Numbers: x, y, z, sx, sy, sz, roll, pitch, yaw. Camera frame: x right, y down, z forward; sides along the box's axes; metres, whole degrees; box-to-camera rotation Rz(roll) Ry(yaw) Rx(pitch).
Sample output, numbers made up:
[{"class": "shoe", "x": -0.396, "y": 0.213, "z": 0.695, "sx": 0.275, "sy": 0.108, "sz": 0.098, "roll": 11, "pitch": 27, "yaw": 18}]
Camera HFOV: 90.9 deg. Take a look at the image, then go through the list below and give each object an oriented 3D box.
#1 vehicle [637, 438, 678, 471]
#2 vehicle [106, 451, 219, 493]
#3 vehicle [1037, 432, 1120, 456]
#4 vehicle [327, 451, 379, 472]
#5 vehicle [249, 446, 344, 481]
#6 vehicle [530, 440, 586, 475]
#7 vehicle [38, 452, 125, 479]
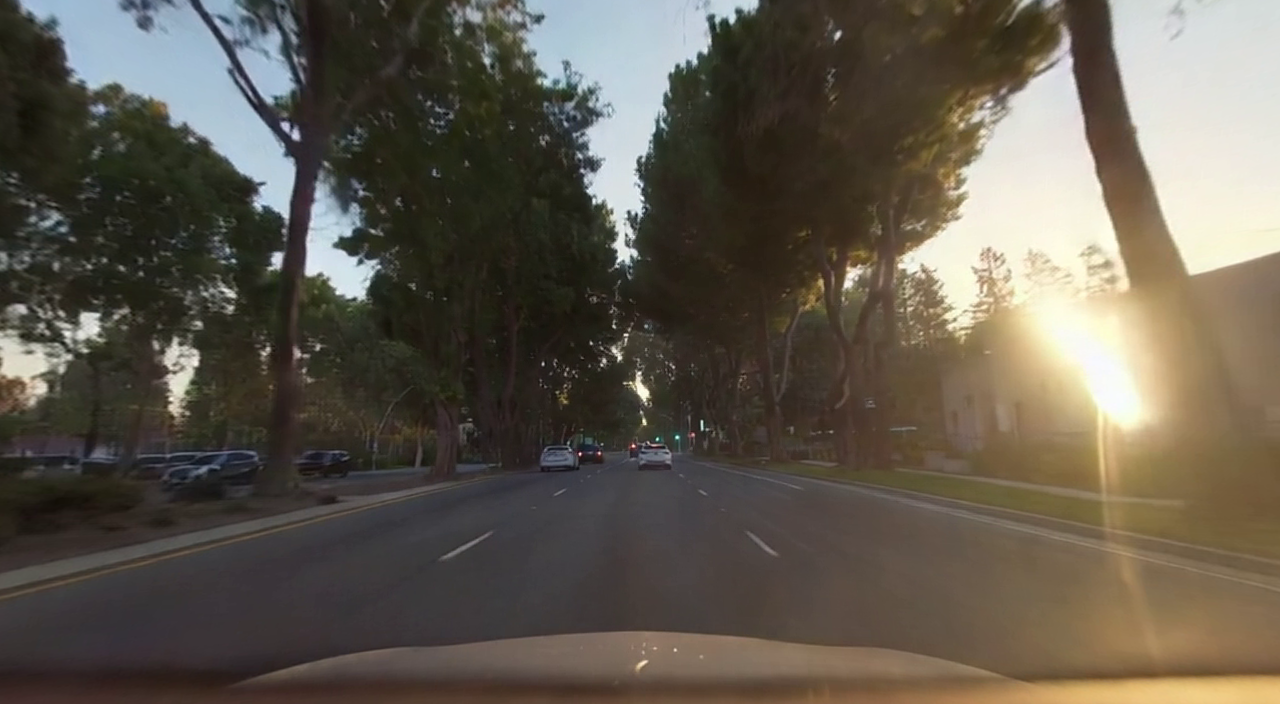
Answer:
[{"class": "vehicle", "x": 0.843, "y": 5.203, "z": 32.188, "sx": 1.922, "sy": 1.579, "sz": 3.642, "roll": 0, "pitch": -8, "yaw": -1}, {"class": "vehicle", "x": -22.862, "y": 5.736, "z": 30.467, "sx": 1.887, "sy": 1.801, "sz": 4.587, "roll": 0, "pitch": -8, "yaw": -1}, {"class": "vehicle", "x": 32.917, "y": 6.905, "z": 47.411, "sx": 4.458, "sy": 1.761, "sz": 2.424, "roll": 0, "pitch": -8, "yaw": -4}, {"class": "vehicle", "x": -22.450, "y": 8.565, "z": 49.543, "sx": 1.849, "sy": 1.568, "sz": 4.397, "roll": 0, "pitch": -8, "yaw": 2}, {"class": "vehicle", "x": -18.562, "y": 6.000, "z": 34.413, "sx": 2.021, "sy": 1.732, "sz": 5.410, "roll": 0, "pitch": -8, "yaw": 1}, {"class": "vehicle", "x": -3.703, "y": 4.853, "z": 29.262, "sx": 1.908, "sy": 1.481, "sz": 4.536, "roll": 0, "pitch": -8, "yaw": 1}, {"class": "vehicle", "x": -44.135, "y": 8.960, "z": 49.892, "sx": 4.856, "sy": 1.971, "sz": 2.163, "roll": 0, "pitch": -8, "yaw": 2}]
